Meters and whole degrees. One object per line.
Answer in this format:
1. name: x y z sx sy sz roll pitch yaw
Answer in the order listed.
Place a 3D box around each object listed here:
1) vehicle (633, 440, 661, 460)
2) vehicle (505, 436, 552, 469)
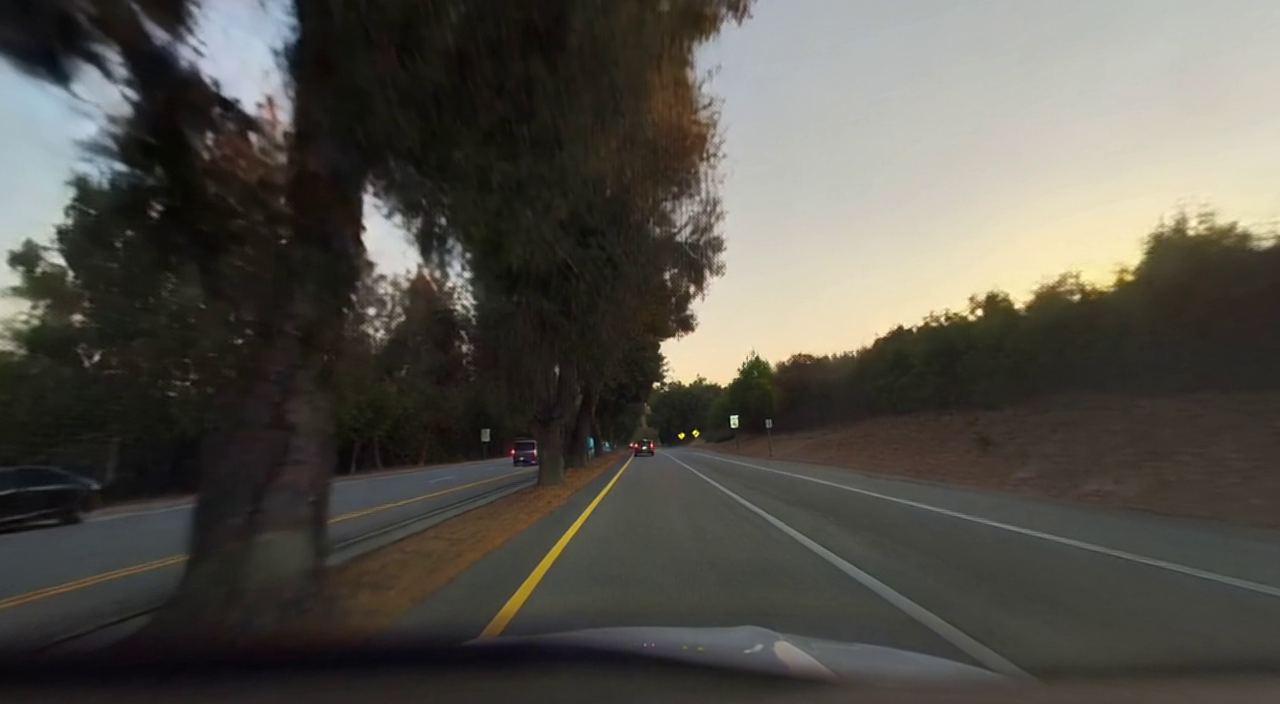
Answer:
1. vehicle: 0.511 7.608 49.072 2.061 1.469 3.782 0 -8 0
2. vehicle: -6.931 6.288 39.608 2.068 1.897 4.372 0 -8 2
